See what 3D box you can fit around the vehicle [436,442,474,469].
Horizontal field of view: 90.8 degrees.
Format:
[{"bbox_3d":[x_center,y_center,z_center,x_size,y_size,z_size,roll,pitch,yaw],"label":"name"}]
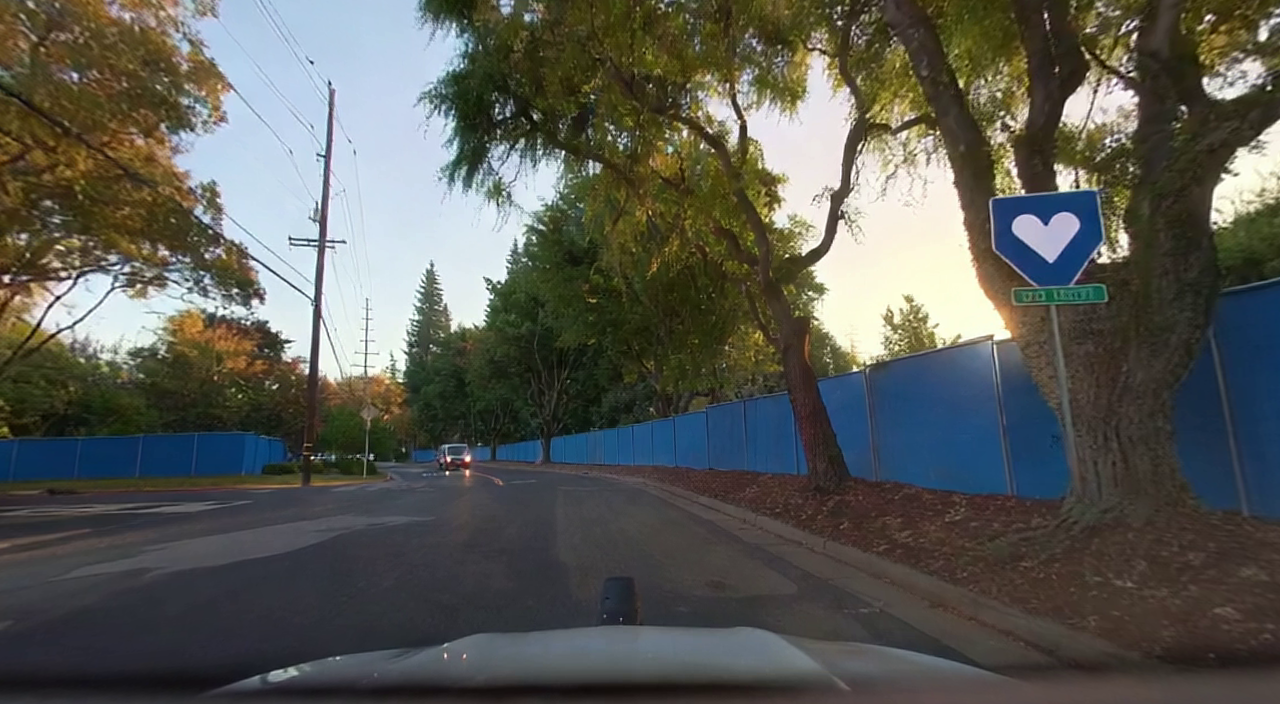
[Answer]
[{"bbox_3d":[-14.038,7.762,47.668,2.185,1.901,4.177,3,-9,-23],"label":"vehicle"}]
